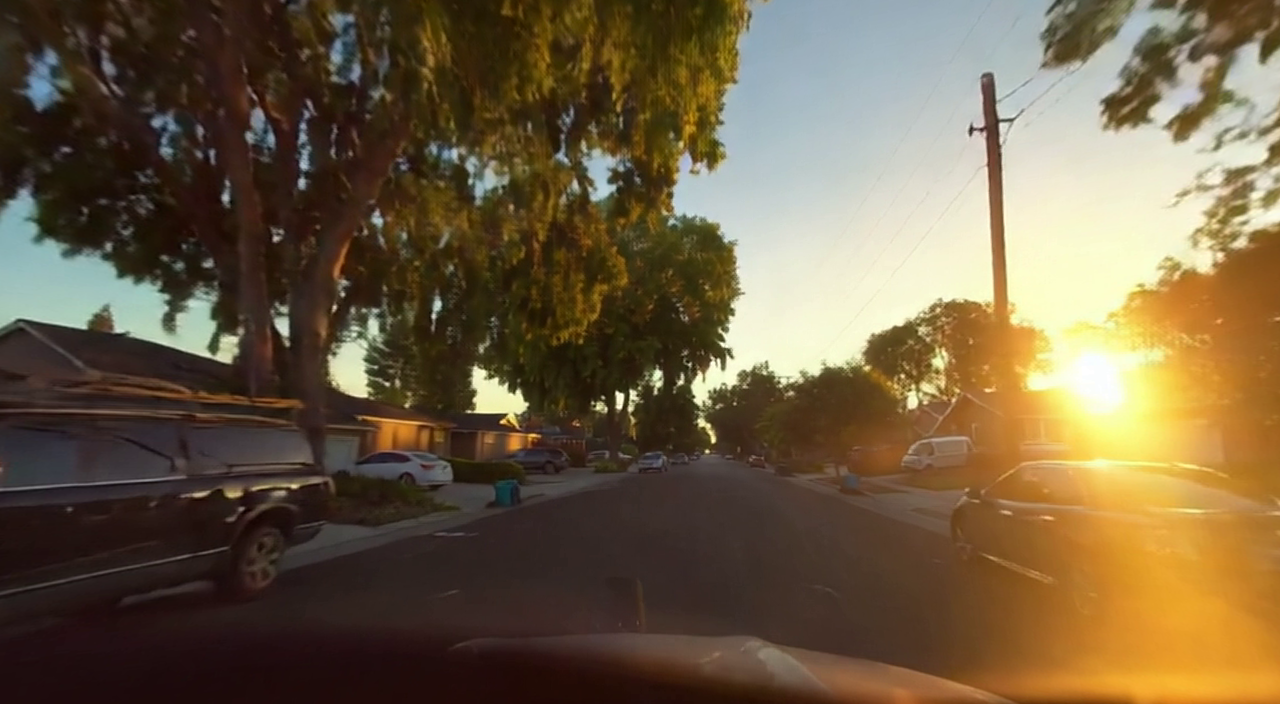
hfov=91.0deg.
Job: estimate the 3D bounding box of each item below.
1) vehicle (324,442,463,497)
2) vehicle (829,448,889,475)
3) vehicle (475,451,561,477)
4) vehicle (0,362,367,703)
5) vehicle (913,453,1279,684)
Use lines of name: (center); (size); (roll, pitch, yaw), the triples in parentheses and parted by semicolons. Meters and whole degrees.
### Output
vehicle: (-9.048, 4.329, 23.254); (4.373, 1.747, 2.029); (-5, -10, 14)
vehicle: (15.229, 7.643, 43.879); (3.647, 1.784, 1.650); (-2, -9, 8)
vehicle: (-7.757, 7.119, 40.215); (4.977, 1.558, 2.079); (-1, -9, 7)
vehicle: (-4.998, 1.319, 5.080); (2.337, 2.084, 6.088); (-2, -9, 6)
vehicle: (4.593, 1.765, 6.390); (1.959, 1.431, 4.647); (-1, -9, 6)
